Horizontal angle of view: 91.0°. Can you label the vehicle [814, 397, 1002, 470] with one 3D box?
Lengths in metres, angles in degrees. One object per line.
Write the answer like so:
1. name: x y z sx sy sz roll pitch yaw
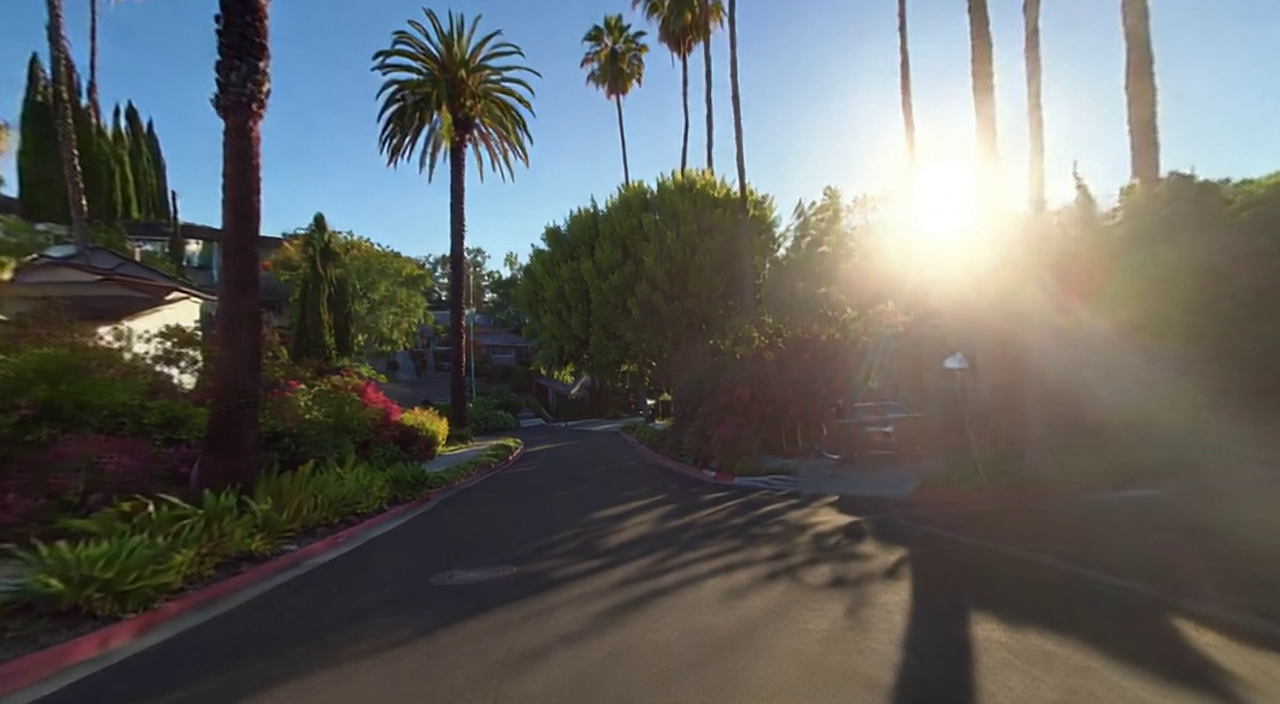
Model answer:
1. vehicle: 8.539 2.660 20.017 5.663 1.913 2.170 6 -10 -23
